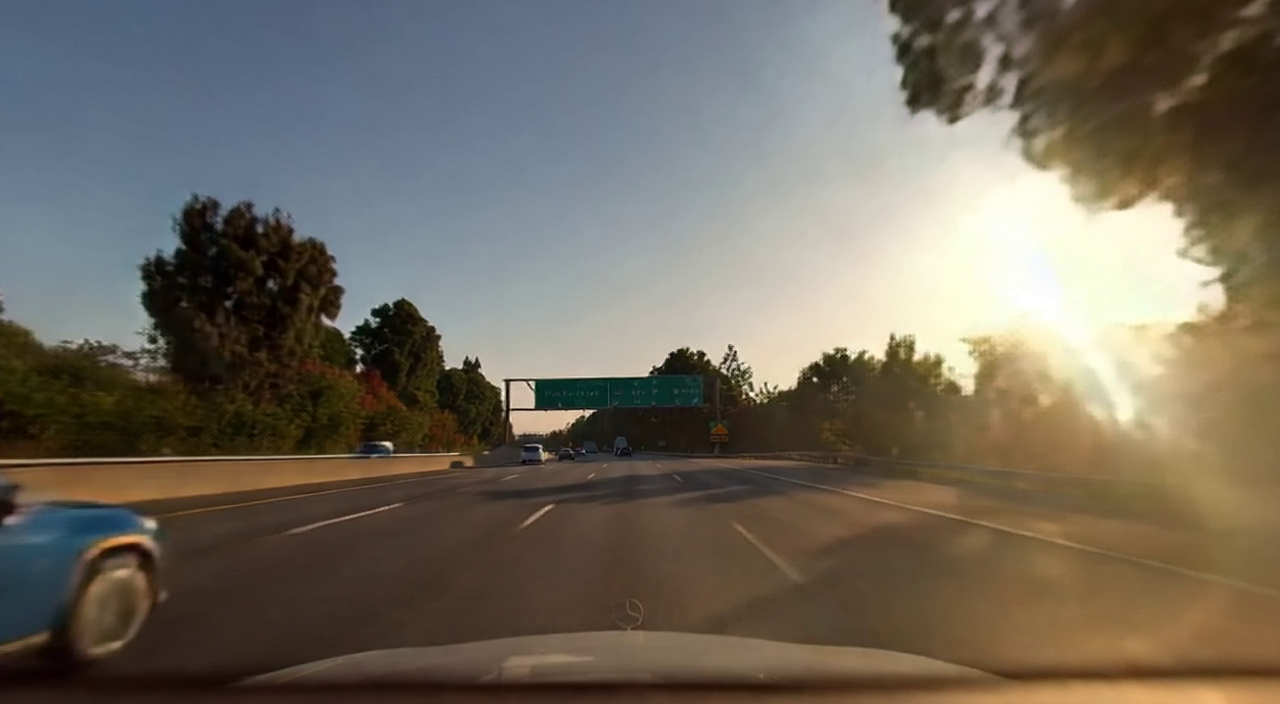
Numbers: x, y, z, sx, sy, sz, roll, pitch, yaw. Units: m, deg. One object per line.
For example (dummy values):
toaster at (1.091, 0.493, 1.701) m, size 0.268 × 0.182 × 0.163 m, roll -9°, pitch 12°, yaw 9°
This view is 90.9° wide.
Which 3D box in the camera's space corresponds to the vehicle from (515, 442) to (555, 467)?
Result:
vehicle at (-7.757, 7.621, 47.083) m, size 2.179 × 1.710 × 5.160 m, roll 0°, pitch -8°, yaw 0°

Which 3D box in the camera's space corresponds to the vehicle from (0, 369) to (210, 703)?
vehicle at (-4.255, 0.834, 2.266) m, size 2.162 × 1.724 × 4.537 m, roll 0°, pitch -8°, yaw 0°
